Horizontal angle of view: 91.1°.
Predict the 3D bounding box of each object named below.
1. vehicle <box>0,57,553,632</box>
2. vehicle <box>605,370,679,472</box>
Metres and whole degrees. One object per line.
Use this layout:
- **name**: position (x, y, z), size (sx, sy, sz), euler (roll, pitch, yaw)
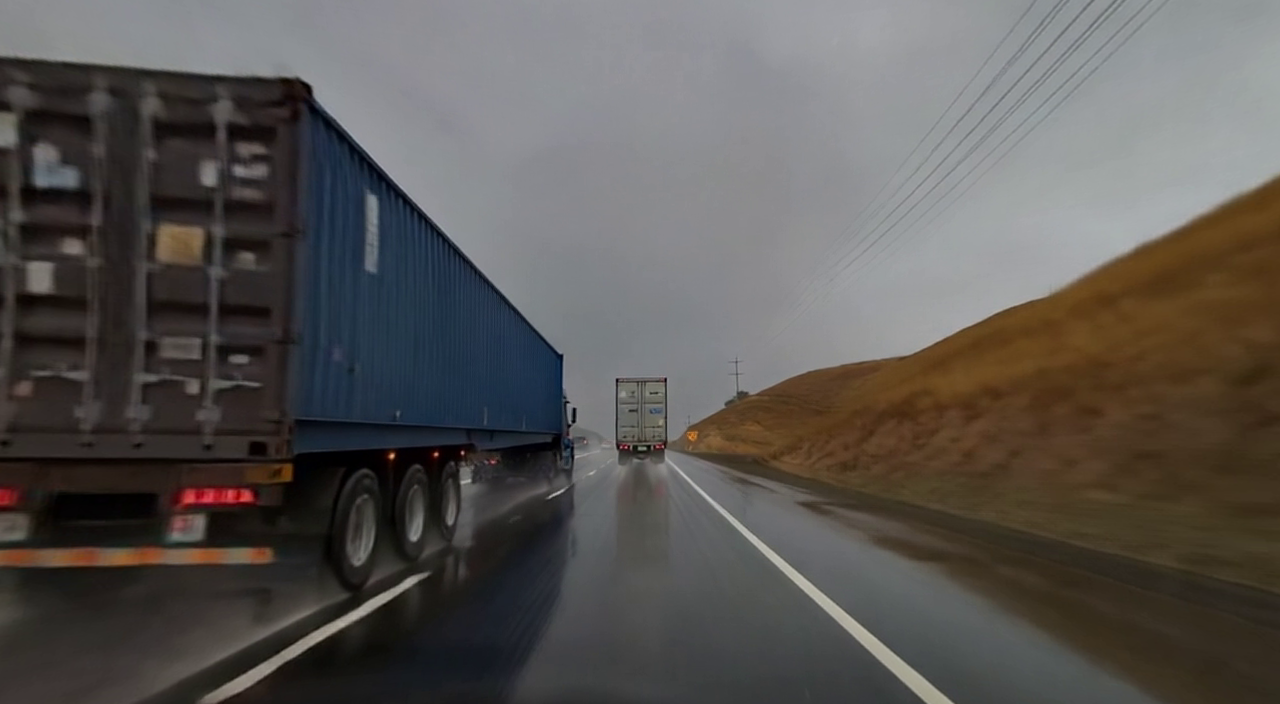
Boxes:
- **vehicle**: position (-4.133, 0.811, 11.225), size (3.065, 4.105, 13.706), euler (0, -8, 1)
- **vehicle**: position (-0.012, 3.647, 31.424), size (3.006, 4.120, 11.586), euler (0, -8, -1)
